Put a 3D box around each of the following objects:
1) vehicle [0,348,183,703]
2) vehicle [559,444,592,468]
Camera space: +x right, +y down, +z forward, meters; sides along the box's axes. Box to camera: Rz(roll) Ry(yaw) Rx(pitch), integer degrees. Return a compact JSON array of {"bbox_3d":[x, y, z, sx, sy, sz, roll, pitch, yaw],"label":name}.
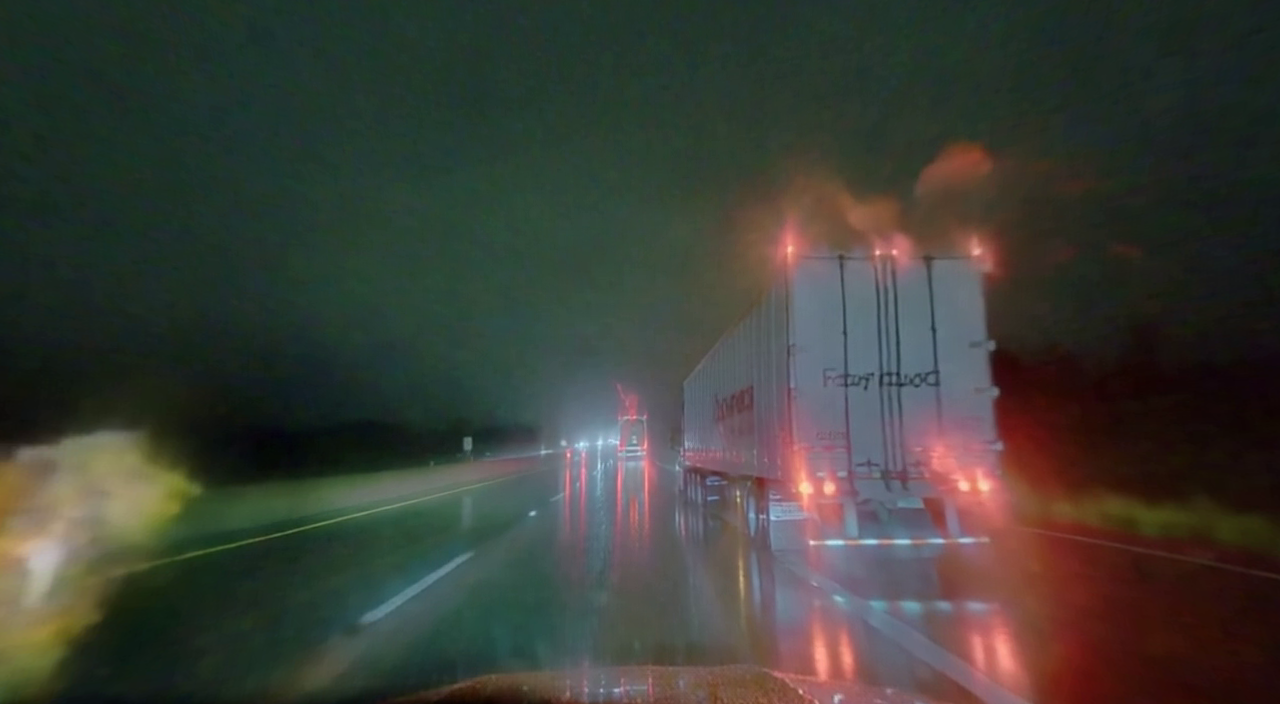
[{"bbox_3d":[-3.795,0.667,1.492,2.160,1.691,4.243,0,-9,0],"label":"vehicle"},{"bbox_3d":[-4.752,7.669,46.463,2.099,1.651,4.397,0,-9,-1],"label":"vehicle"}]
